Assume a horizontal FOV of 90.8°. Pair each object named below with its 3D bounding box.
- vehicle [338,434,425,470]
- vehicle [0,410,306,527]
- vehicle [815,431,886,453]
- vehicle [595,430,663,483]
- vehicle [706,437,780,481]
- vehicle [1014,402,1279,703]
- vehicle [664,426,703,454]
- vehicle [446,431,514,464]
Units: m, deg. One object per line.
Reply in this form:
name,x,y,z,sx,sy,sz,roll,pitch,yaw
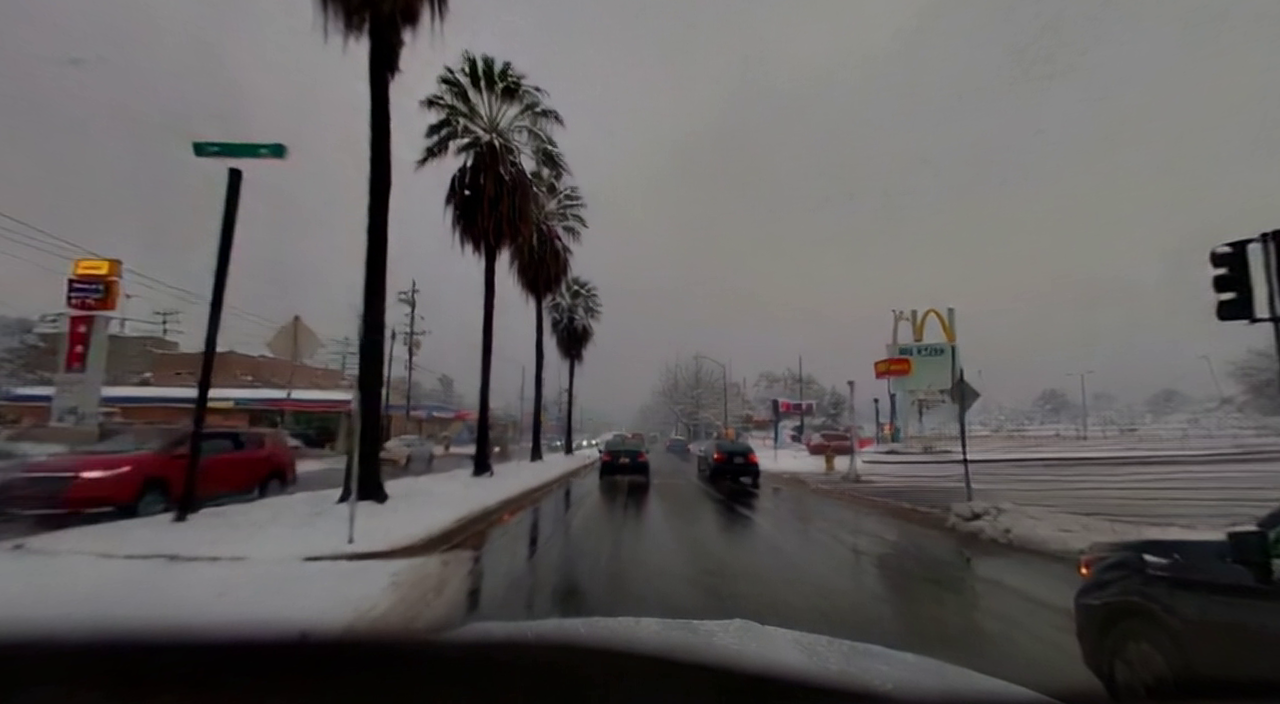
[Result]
vehicle,-11.445,4.464,28.356,1.865,1.472,4.532,0,-8,1
vehicle,-8.772,2.092,11.957,1.980,1.719,4.963,-1,-8,3
vehicle,14.627,6.285,44.048,4.293,1.438,1.773,0,-8,0
vehicle,-0.458,3.394,20.855,2.021,1.550,4.090,0,-8,-4
vehicle,3.633,3.847,23.020,1.889,1.448,4.262,0,-8,-1
vehicle,3.535,0.881,2.084,1.987,1.474,4.198,0,-8,-1
vehicle,2.966,6.235,44.660,2.299,1.803,5.434,0,-8,-1
vehicle,-7.873,4.747,31.566,2.052,1.483,4.751,0,-8,1
